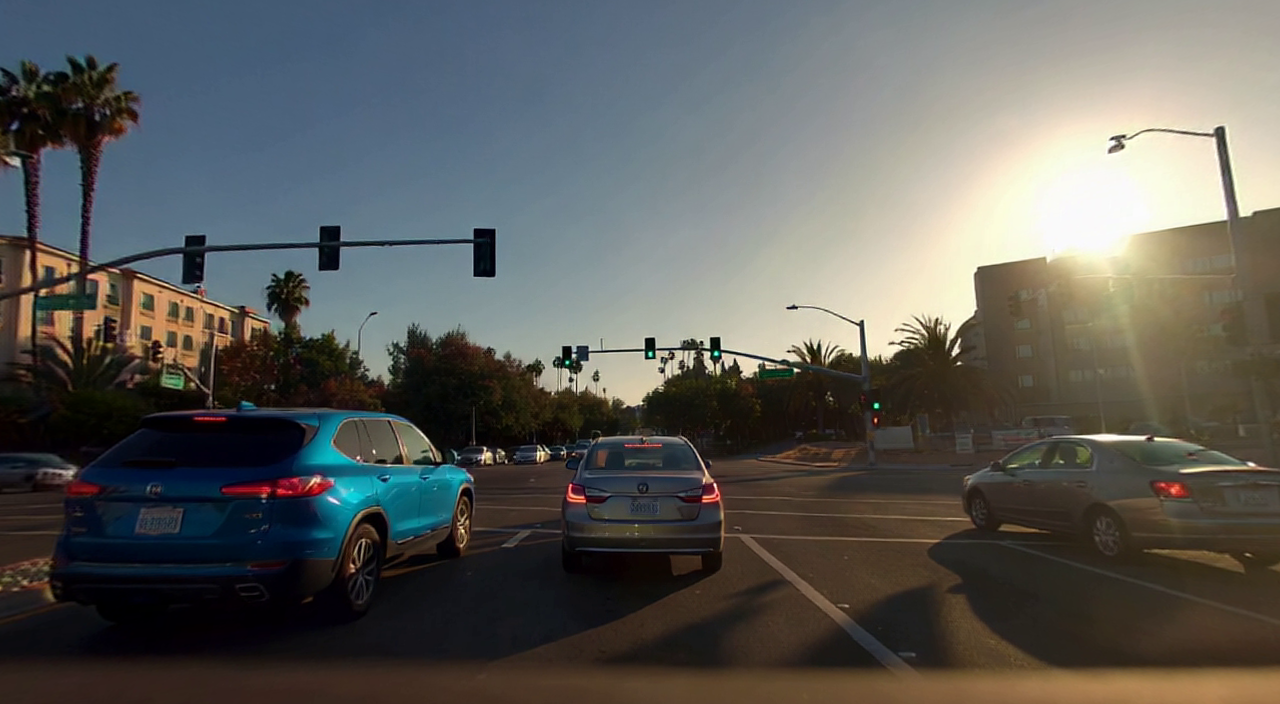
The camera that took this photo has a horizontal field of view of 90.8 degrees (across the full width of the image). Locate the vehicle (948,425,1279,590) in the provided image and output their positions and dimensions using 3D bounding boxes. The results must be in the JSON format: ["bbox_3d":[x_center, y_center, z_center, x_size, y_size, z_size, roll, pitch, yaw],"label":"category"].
[{"bbox_3d":[6.086,1.759,8.085,1.970,1.489,4.482,0,-8,-1],"label":"vehicle"}]

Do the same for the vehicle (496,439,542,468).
[{"bbox_3d":[-7.953,6.706,42.032,2.130,1.810,4.450,-2,-8,1],"label":"vehicle"}]

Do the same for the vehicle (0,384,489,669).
[{"bbox_3d":[-3.103,1.369,6.081,2.051,1.682,4.467,0,-8,2],"label":"vehicle"}]

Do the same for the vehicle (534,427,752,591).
[{"bbox_3d":[-0.003,1.705,7.714,1.942,1.445,3.973,0,-8,-1],"label":"vehicle"}]
